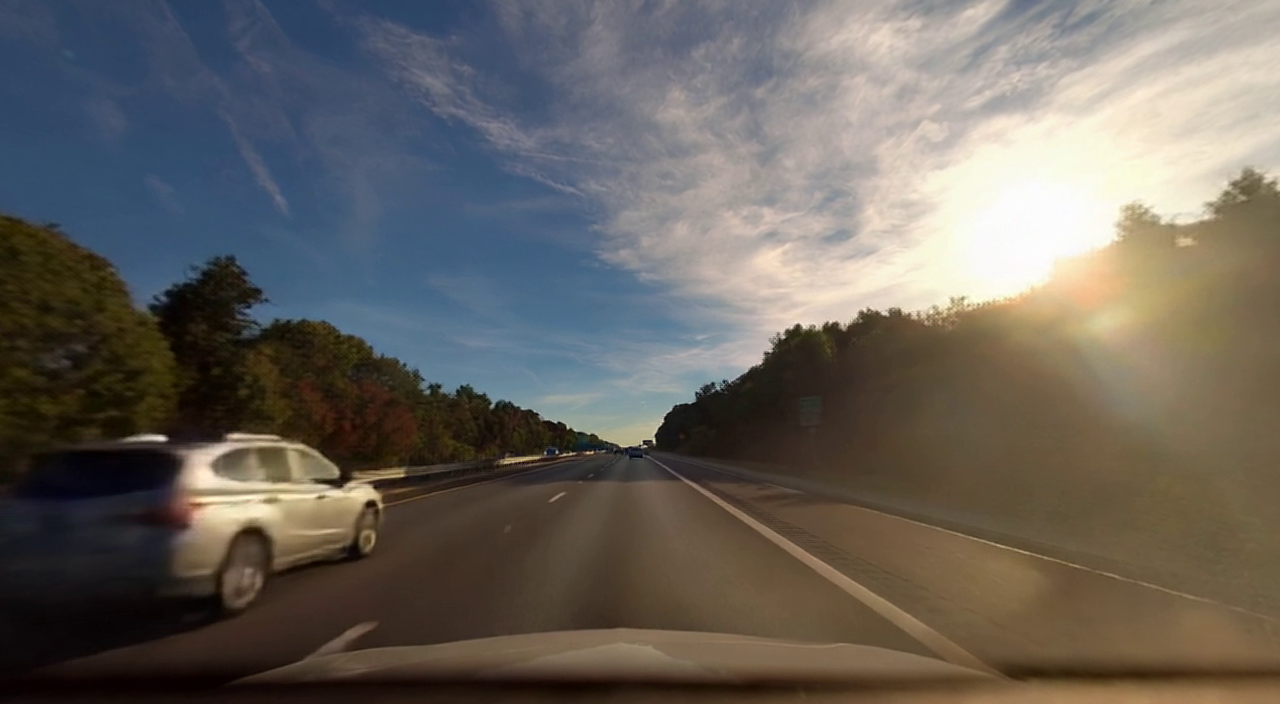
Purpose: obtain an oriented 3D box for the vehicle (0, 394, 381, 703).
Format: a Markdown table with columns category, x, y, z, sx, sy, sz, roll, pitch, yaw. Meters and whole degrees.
| category | x | y | z | sx | sy | sz | roll | pitch | yaw |
| --- | --- | --- | --- | --- | --- | --- | --- | --- | --- |
| vehicle | -4.121 | 1.338 | 5.148 | 1.958 | 1.587 | 4.801 | 0 | -9 | 0 |
